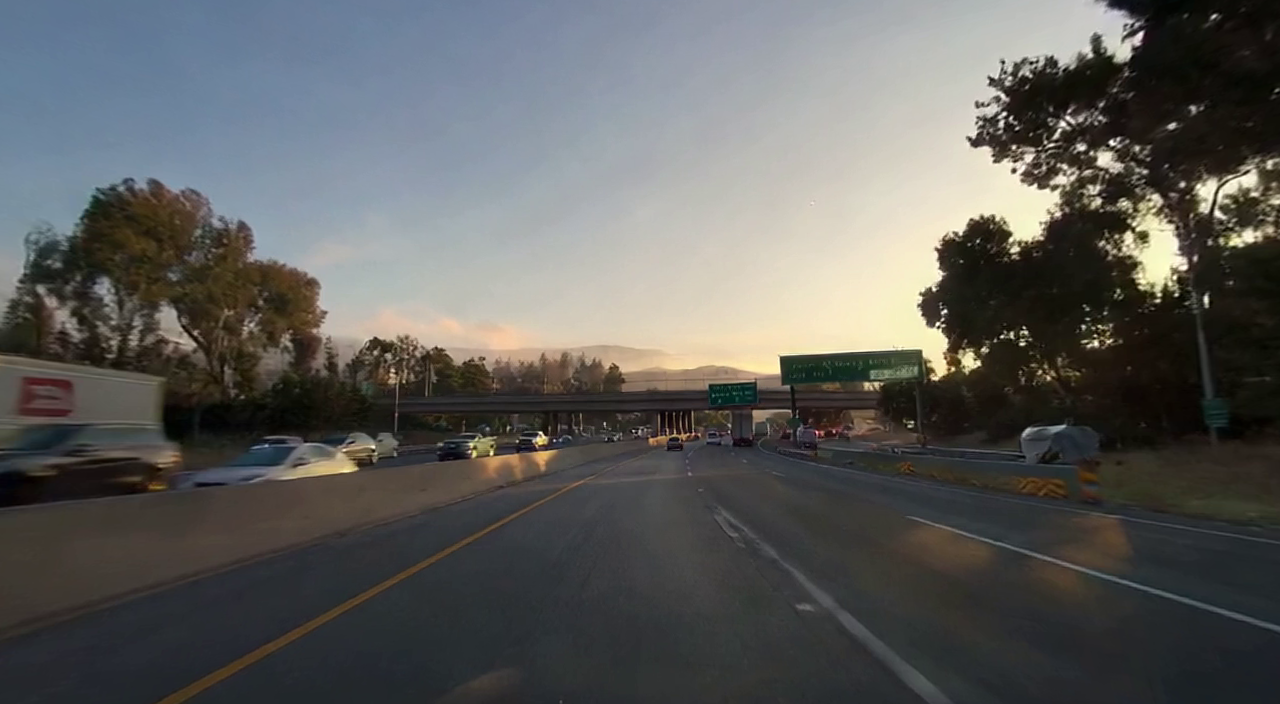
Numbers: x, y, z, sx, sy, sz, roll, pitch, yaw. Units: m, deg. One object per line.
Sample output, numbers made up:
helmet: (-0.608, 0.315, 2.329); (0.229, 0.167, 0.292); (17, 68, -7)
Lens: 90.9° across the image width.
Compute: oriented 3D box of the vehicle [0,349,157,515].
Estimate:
vehicle: (-17.986, 1.534, 12.695); (2.888, 4.191, 16.532); (-1, -9, 2)
